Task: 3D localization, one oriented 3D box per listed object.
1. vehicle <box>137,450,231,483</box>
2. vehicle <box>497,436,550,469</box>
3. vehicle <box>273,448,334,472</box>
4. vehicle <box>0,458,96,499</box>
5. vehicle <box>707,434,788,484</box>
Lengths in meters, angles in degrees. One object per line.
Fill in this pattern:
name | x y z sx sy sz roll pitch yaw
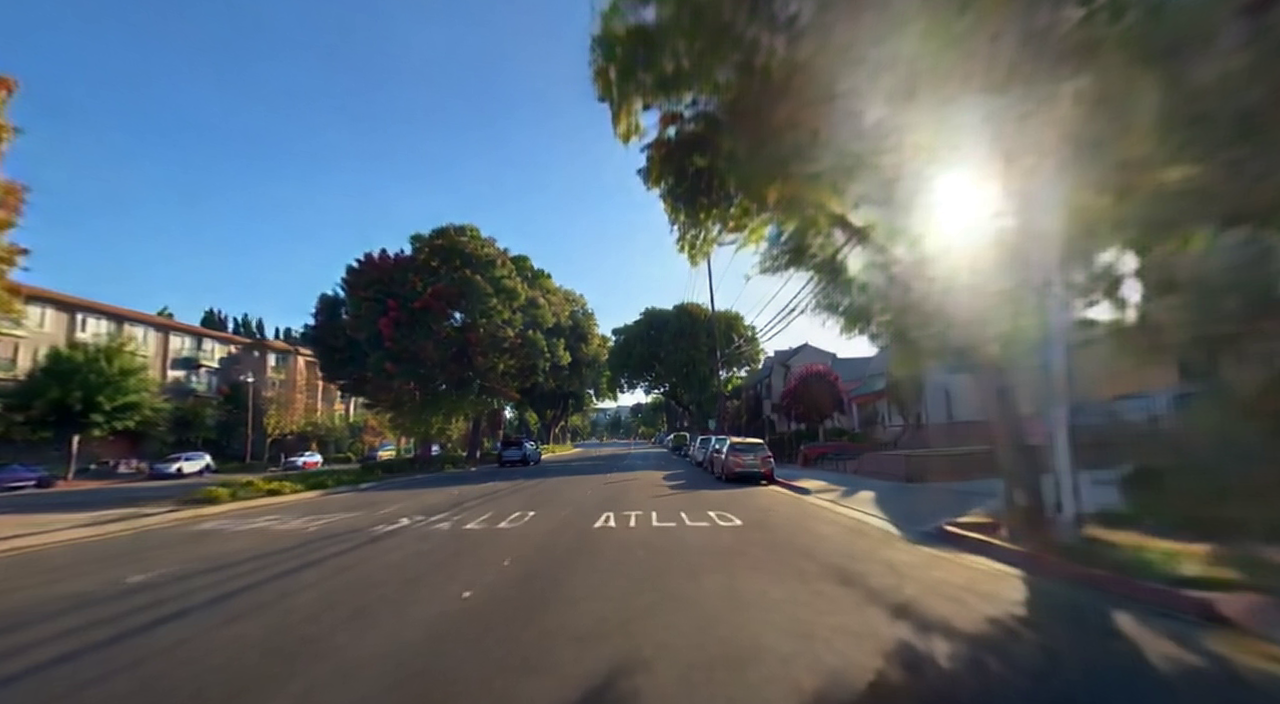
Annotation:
vehicle | -25.742 6.448 35.832 1.959 1.707 4.481 0 -8 0
vehicle | -6.403 5.548 35.028 2.000 1.671 4.497 0 -8 1
vehicle | -25.693 8.227 48.372 2.121 1.699 4.506 0 -8 1
vehicle | -25.859 5.246 26.476 1.935 1.487 4.600 0 -8 0
vehicle | 3.637 3.705 22.218 2.048 1.556 4.753 0 -8 0
